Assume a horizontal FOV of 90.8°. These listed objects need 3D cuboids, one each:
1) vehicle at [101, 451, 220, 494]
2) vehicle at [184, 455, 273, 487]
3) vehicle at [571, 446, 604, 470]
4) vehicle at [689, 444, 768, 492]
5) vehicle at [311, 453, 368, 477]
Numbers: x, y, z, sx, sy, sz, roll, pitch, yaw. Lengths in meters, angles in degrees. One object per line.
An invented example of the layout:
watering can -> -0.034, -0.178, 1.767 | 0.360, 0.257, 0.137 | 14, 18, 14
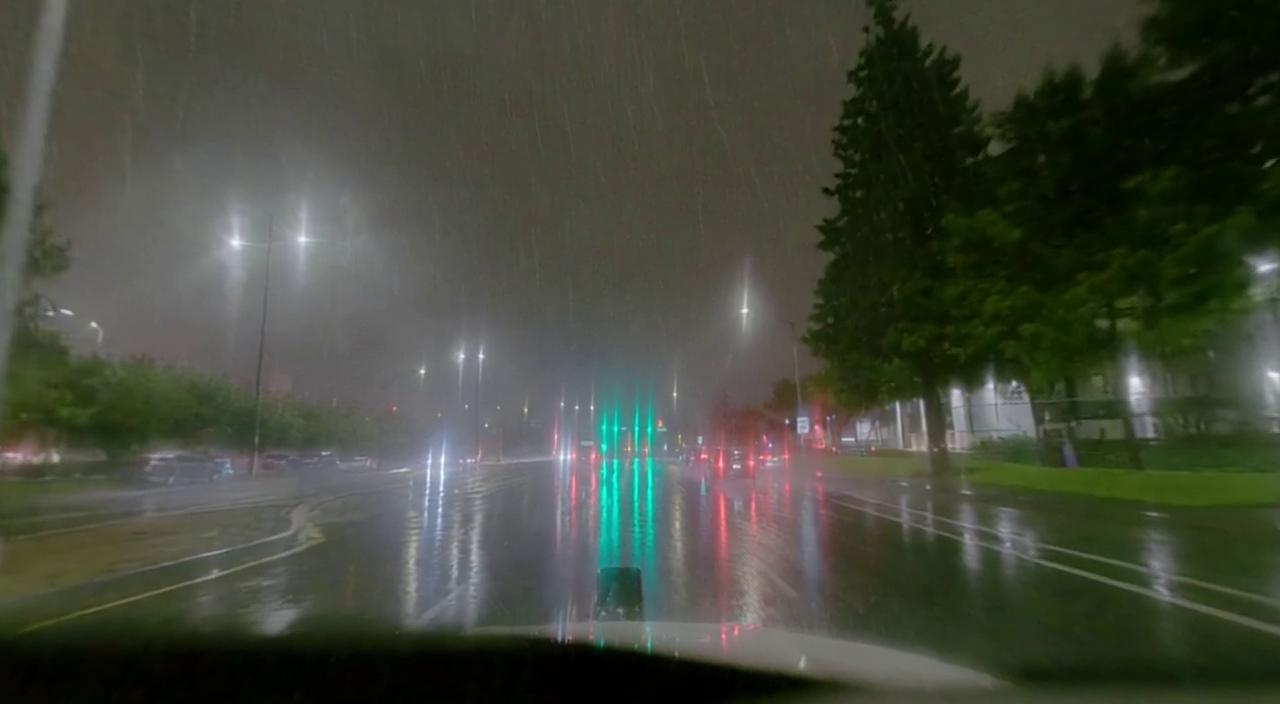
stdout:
vehicle -> -22.404, 5.594, 29.794 | 1.995, 1.801, 4.711 | 0, -9, -2
vehicle -> -22.586, 6.526, 34.907 | 1.818, 1.588, 4.708 | 0, -9, -1
vehicle -> -3.665, 7.458, 44.664 | 1.935, 1.617, 4.045 | -1, -9, 0
vehicle -> 2.934, 3.950, 21.863 | 1.966, 1.449, 4.290 | 0, -9, -2
vehicle -> -22.419, 8.431, 47.285 | 1.926, 1.681, 4.601 | -1, -9, 1
